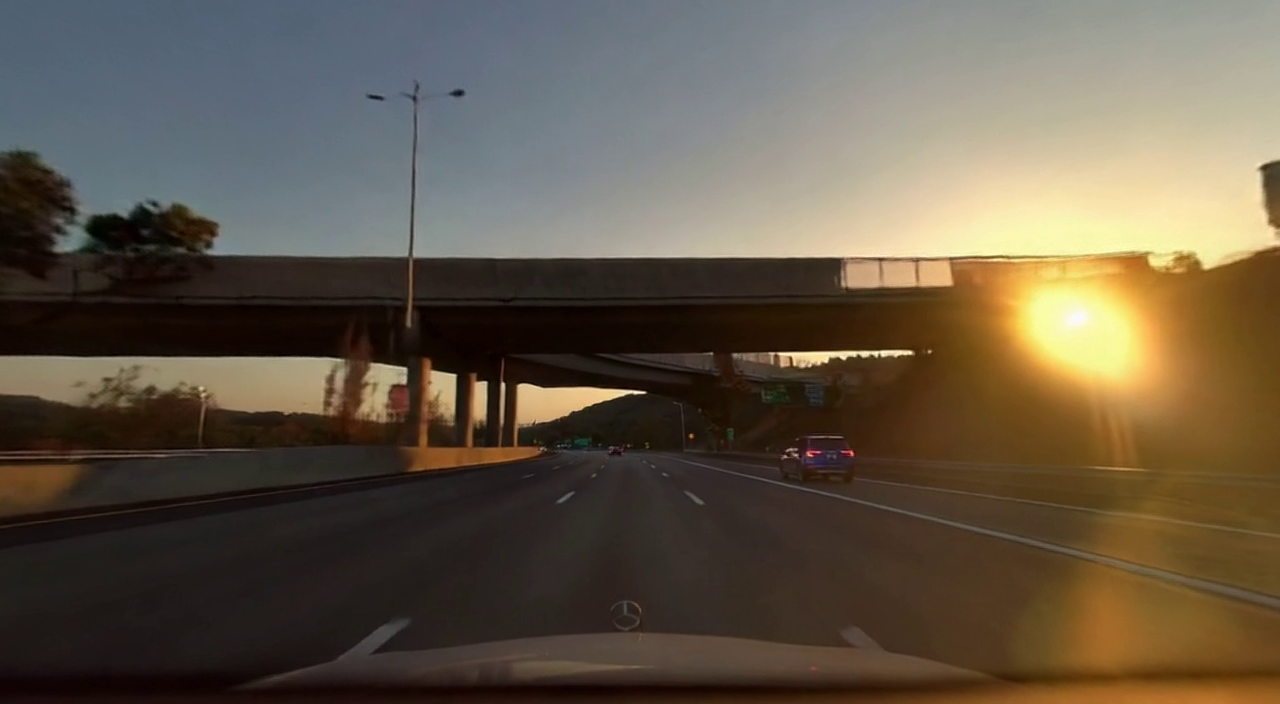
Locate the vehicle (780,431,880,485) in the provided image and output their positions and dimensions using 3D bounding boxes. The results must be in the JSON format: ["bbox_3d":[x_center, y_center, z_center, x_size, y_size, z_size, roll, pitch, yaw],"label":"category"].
[{"bbox_3d":[6.632,3.762,22.565,2.091,1.711,4.383,0,-9,-1],"label":"vehicle"}]
